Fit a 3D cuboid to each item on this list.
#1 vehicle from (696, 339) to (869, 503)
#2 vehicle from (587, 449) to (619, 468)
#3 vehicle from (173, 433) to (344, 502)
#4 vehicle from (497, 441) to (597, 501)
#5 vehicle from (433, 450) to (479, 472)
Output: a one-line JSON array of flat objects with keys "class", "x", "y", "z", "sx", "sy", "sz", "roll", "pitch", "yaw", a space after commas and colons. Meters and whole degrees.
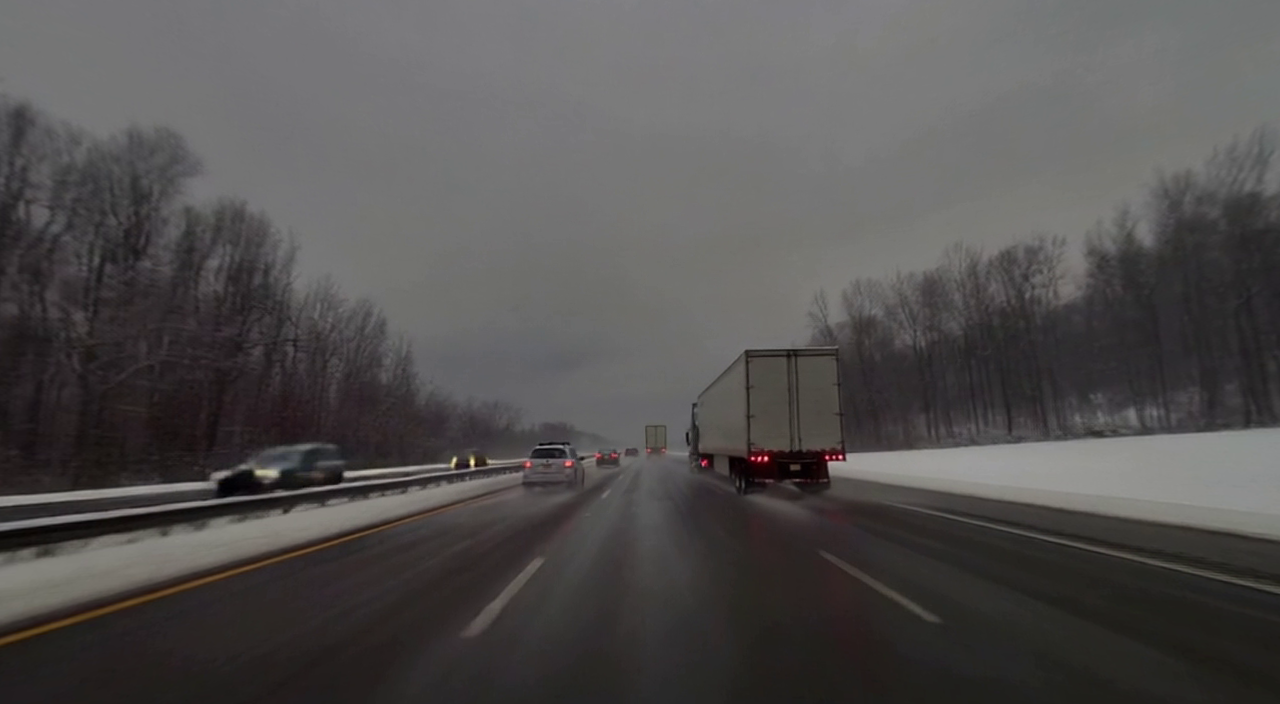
[{"class": "vehicle", "x": 4.153, "y": 2.803, "z": 22.880, "sx": 2.974, "sy": 4.083, "sz": 14.389, "roll": 0, "pitch": -9, "yaw": 0}, {"class": "vehicle", "x": -2.841, "y": 8.319, "z": 49.350, "sx": 2.121, "sy": 1.445, "sz": 4.651, "roll": 0, "pitch": -9, "yaw": 1}, {"class": "vehicle", "x": -11.414, "y": 3.483, "z": 19.425, "sx": 2.149, "sy": 1.825, "sz": 4.824, "roll": 0, "pitch": -9, "yaw": 1}, {"class": "vehicle", "x": -2.570, "y": 3.481, "z": 18.822, "sx": 2.104, "sy": 1.526, "sz": 4.940, "roll": 0, "pitch": -9, "yaw": 1}, {"class": "vehicle", "x": -14.283, "y": 8.501, "z": 49.324, "sx": 2.009, "sy": 1.600, "sz": 4.723, "roll": 0, "pitch": -9, "yaw": 2}]
